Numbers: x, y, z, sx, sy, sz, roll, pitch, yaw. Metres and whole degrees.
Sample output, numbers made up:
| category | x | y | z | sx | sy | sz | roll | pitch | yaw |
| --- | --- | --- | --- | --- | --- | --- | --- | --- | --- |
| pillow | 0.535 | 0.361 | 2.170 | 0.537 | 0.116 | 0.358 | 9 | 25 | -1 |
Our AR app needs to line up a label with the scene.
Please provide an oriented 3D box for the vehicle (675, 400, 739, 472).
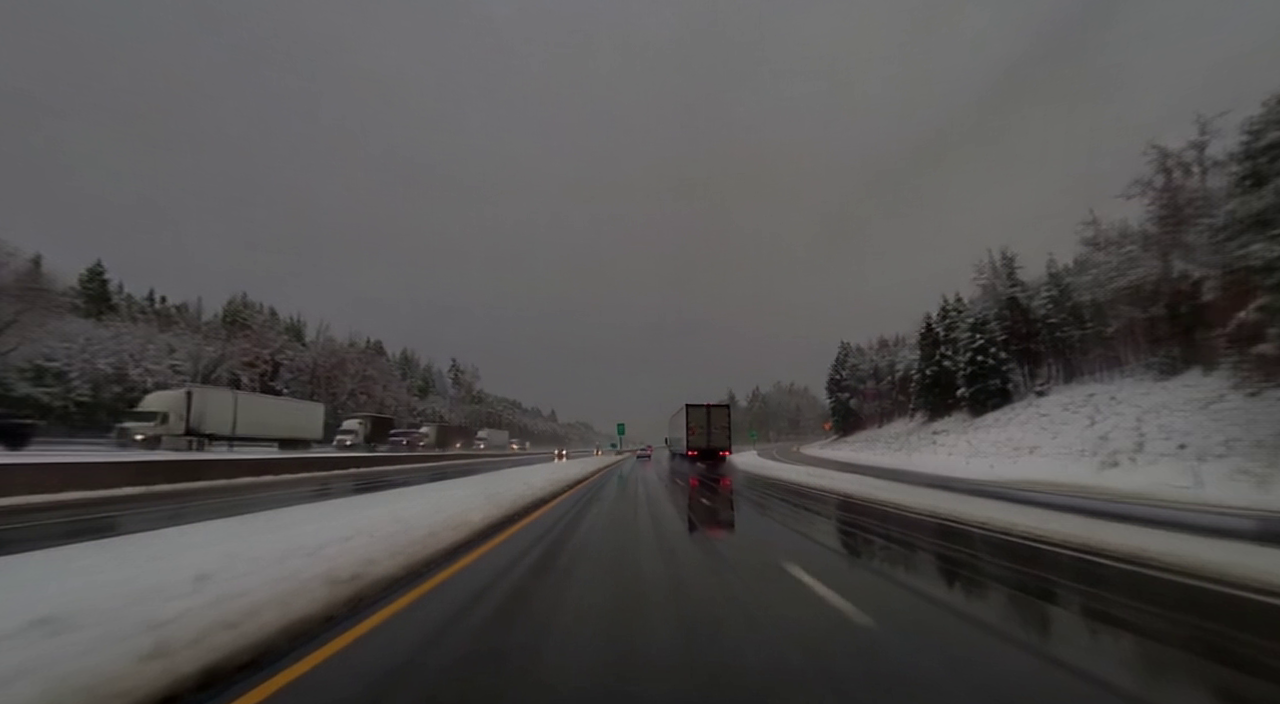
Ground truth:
| category | x | y | z | sx | sy | sz | roll | pitch | yaw |
| --- | --- | --- | --- | --- | --- | --- | --- | --- | --- |
| vehicle | 4.234 | 5.841 | 42.965 | 3.185 | 4.154 | 12.638 | 0 | -9 | 1 |

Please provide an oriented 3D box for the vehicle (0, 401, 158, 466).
| category | x | y | z | sx | sy | sz | roll | pitch | yaw |
| --- | --- | --- | --- | --- | --- | --- | --- | --- | --- |
| vehicle | -41.558 | 5.581 | 42.673 | 13.324 | 4.137 | 3.346 | 9 | -12 | -44 |

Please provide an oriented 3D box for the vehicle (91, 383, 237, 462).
| category | x | y | z | sx | sy | sz | roll | pitch | yaw |
| --- | --- | --- | --- | --- | --- | --- | --- | --- | --- |
| vehicle | -26.389 | 4.069 | 35.364 | 3.155 | 4.020 | 6.162 | -1 | -9 | 1 |
